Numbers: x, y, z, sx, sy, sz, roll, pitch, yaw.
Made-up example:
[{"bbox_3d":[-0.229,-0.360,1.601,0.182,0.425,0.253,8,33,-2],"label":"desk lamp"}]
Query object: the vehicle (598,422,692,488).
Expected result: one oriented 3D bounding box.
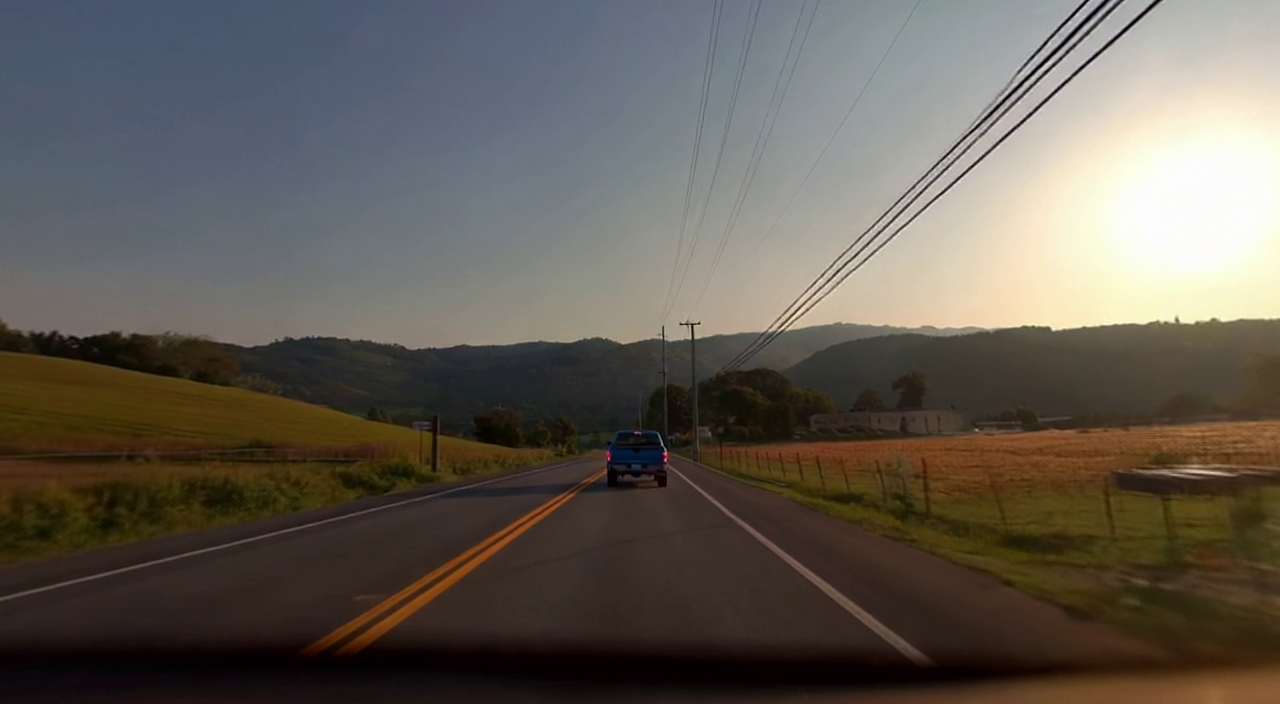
[{"bbox_3d":[0.108,3.742,23.344,2.921,2.031,7.416,0,-8,-1],"label":"vehicle"}]
